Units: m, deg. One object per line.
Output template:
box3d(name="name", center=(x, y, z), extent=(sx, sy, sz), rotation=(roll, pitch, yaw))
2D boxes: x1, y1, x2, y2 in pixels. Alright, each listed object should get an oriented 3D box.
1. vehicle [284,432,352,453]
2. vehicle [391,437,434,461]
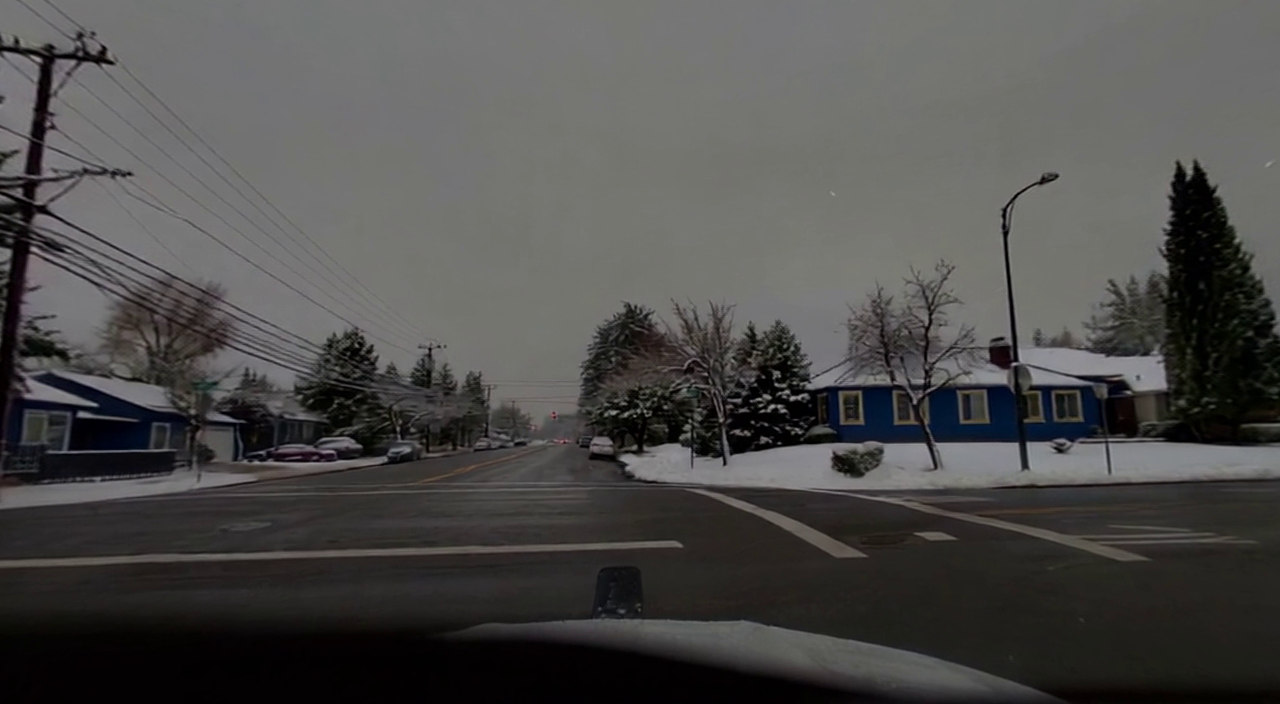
box3d(name="vehicle", center=(-25.174, 7.102, 49.490), extent=(4.288, 1.656, 1.791), rotation=(1, -9, -6))
box3d(name="vehicle", center=(-15.704, 6.734, 43.797), extent=(2.036, 1.546, 4.705), rotation=(2, -9, -11))
